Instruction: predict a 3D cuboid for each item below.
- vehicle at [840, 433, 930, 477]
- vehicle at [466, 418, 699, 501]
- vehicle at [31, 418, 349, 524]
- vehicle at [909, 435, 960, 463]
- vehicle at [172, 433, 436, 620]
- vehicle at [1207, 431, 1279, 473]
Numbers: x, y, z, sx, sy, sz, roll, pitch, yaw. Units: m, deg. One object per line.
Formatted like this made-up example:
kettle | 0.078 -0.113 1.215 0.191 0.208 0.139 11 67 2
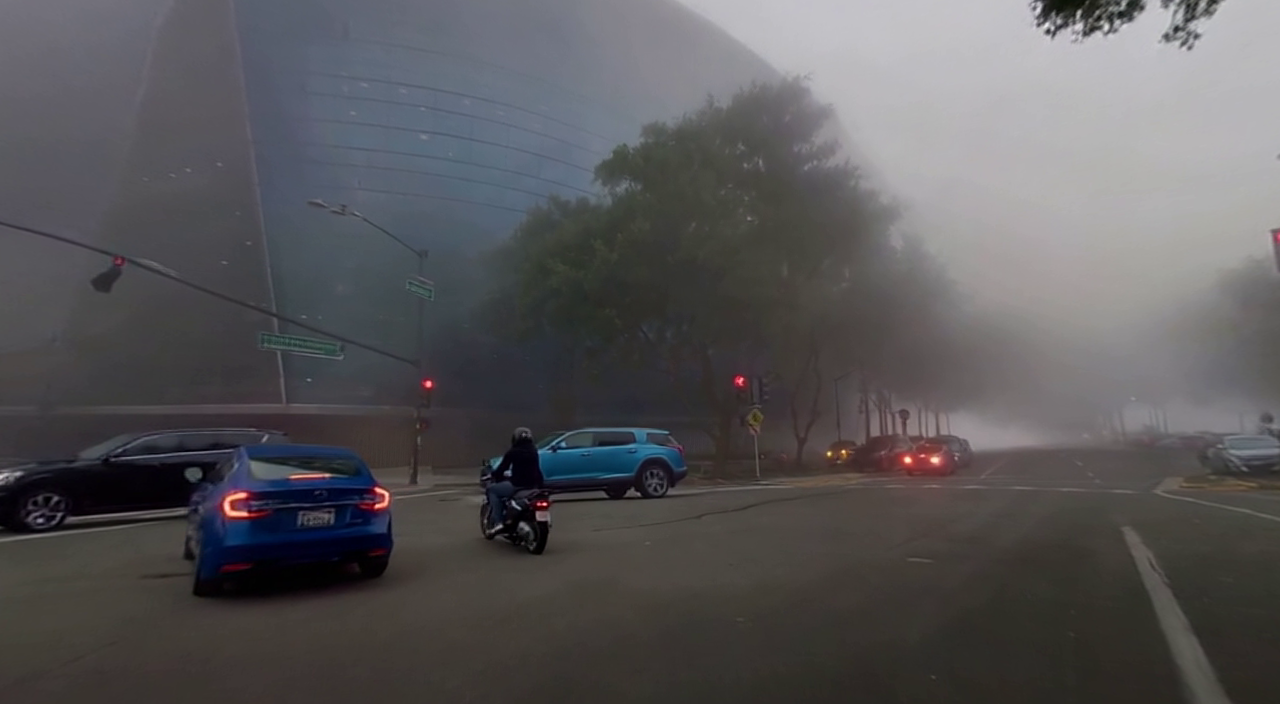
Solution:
vehicle | 10.321 4.244 26.378 2.084 1.656 4.583 -7 -11 38
vehicle | -1.580 2.835 17.024 5.833 1.960 2.341 2 -9 -18
vehicle | -8.229 2.185 11.821 4.583 1.755 1.936 -1 -8 6
vehicle | 17.522 5.754 37.395 2.024 1.543 4.028 -6 -10 33
vehicle | -4.077 1.710 7.301 2.009 1.450 4.182 6 -10 -35
vehicle | 23.772 3.835 24.384 1.872 1.467 4.385 -5 -10 31
